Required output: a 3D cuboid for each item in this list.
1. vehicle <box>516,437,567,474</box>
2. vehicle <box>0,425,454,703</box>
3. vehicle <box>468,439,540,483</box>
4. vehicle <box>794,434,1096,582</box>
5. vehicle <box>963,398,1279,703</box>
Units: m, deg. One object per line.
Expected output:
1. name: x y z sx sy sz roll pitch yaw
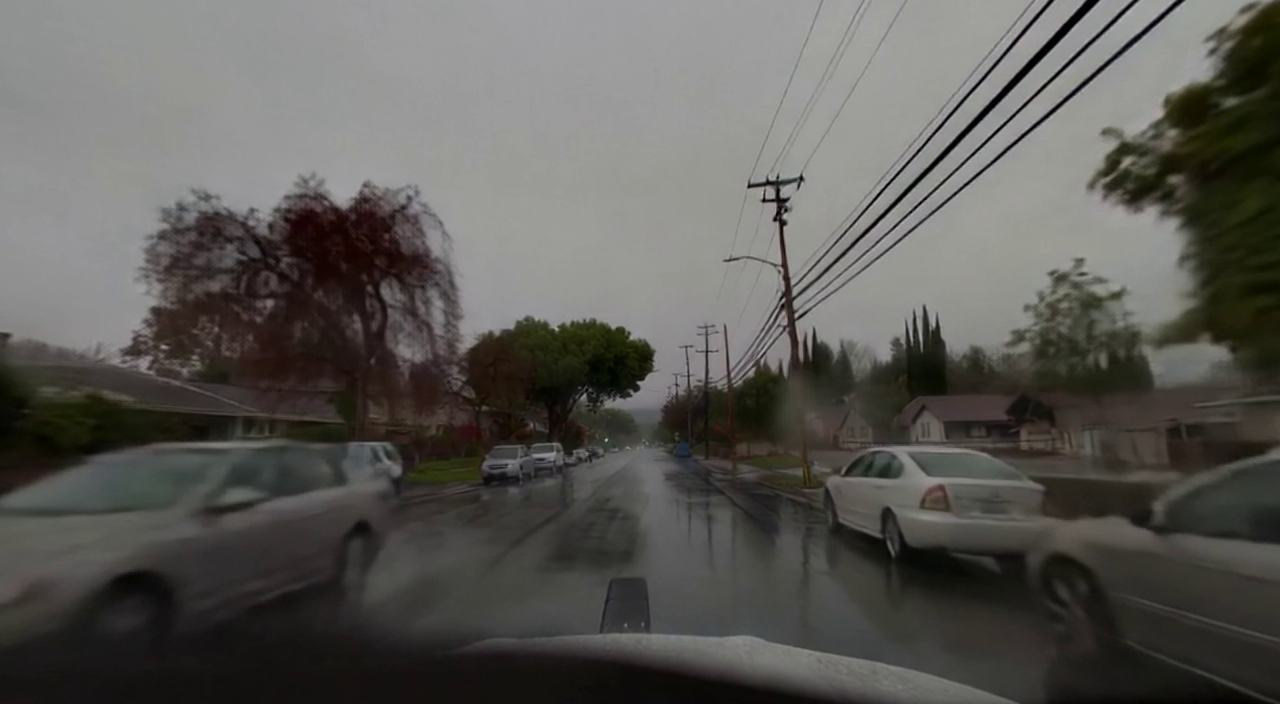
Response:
1. vehicle: -5.872 6.209 38.245 2.144 1.955 6.159 0 -7 0
2. vehicle: -3.356 1.385 5.116 2.079 1.441 4.541 -1 -8 3
3. vehicle: -6.102 4.931 29.000 2.120 1.799 5.370 -1 -8 0
4. vehicle: 3.661 1.915 8.772 1.909 1.462 4.740 0 -8 1
5. vehicle: 3.342 0.912 2.258 2.014 1.482 4.599 0 -8 1
